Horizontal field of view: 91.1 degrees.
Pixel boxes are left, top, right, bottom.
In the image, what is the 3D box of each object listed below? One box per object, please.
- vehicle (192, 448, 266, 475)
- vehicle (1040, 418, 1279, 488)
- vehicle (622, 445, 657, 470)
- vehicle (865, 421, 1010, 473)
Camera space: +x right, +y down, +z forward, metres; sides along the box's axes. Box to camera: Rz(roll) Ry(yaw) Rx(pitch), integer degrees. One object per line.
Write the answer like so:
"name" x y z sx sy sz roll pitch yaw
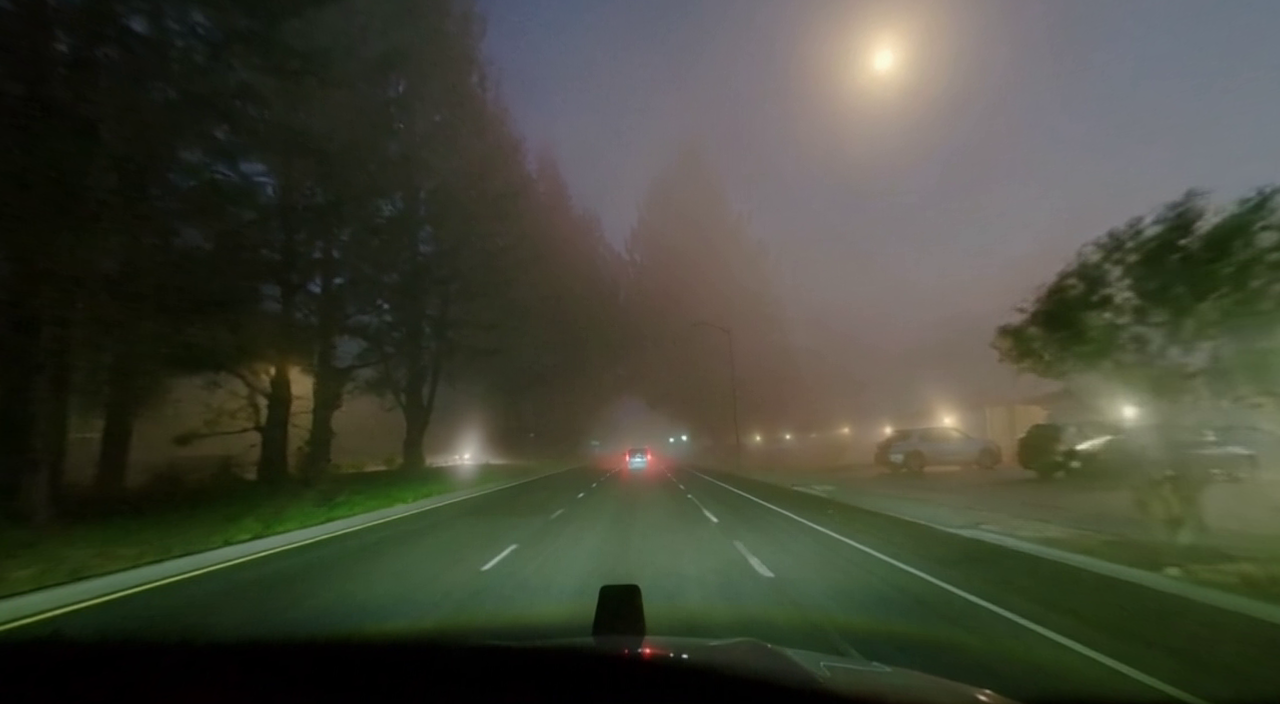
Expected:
"vehicle" -24.067 6.402 36.900 1.892 1.455 3.564 0 -8 1
"vehicle" 12.374 2.337 14.587 4.787 1.494 1.887 0 -9 1
"vehicle" -0.031 6.507 38.902 2.054 1.456 4.003 0 -9 0
"vehicle" 12.232 3.955 26.106 4.923 2.019 1.985 0 -9 2
